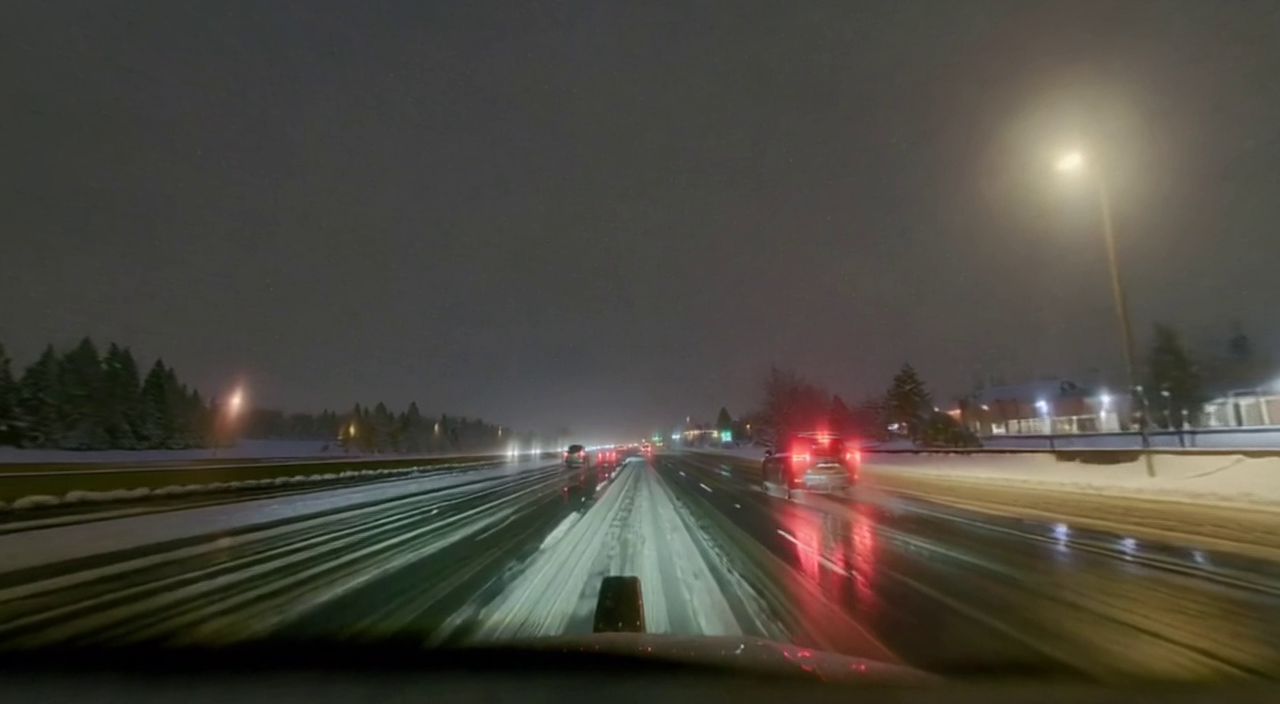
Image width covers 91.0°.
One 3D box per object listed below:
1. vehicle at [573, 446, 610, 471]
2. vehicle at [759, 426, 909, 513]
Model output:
[{"bbox_3d":[-3.156,7.048,41.872,2.139,1.510,4.506,0,-9,0],"label":"vehicle"},{"bbox_3d":[4.429,2.777,15.328,2.109,1.764,4.704,0,-9,-1],"label":"vehicle"}]
